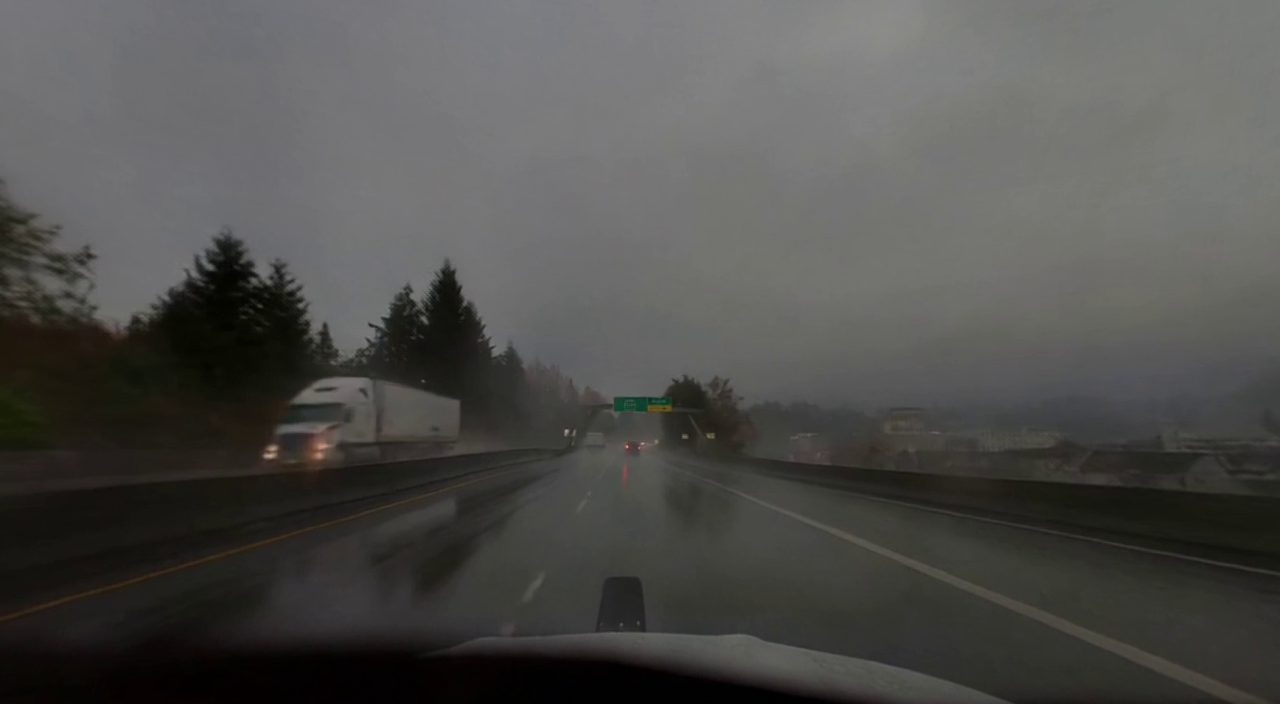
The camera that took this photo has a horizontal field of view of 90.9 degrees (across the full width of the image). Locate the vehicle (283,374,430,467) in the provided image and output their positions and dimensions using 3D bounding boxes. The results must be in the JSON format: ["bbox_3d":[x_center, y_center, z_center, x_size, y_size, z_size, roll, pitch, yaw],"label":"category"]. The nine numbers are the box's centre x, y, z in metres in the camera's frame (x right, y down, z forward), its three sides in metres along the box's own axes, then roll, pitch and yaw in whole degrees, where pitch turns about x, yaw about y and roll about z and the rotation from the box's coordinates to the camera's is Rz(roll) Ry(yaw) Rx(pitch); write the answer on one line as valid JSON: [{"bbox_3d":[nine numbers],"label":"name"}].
[{"bbox_3d":[-14.253,3.752,33.064,3.011,4.064,10.418,0,-8,-2],"label":"vehicle"}]
